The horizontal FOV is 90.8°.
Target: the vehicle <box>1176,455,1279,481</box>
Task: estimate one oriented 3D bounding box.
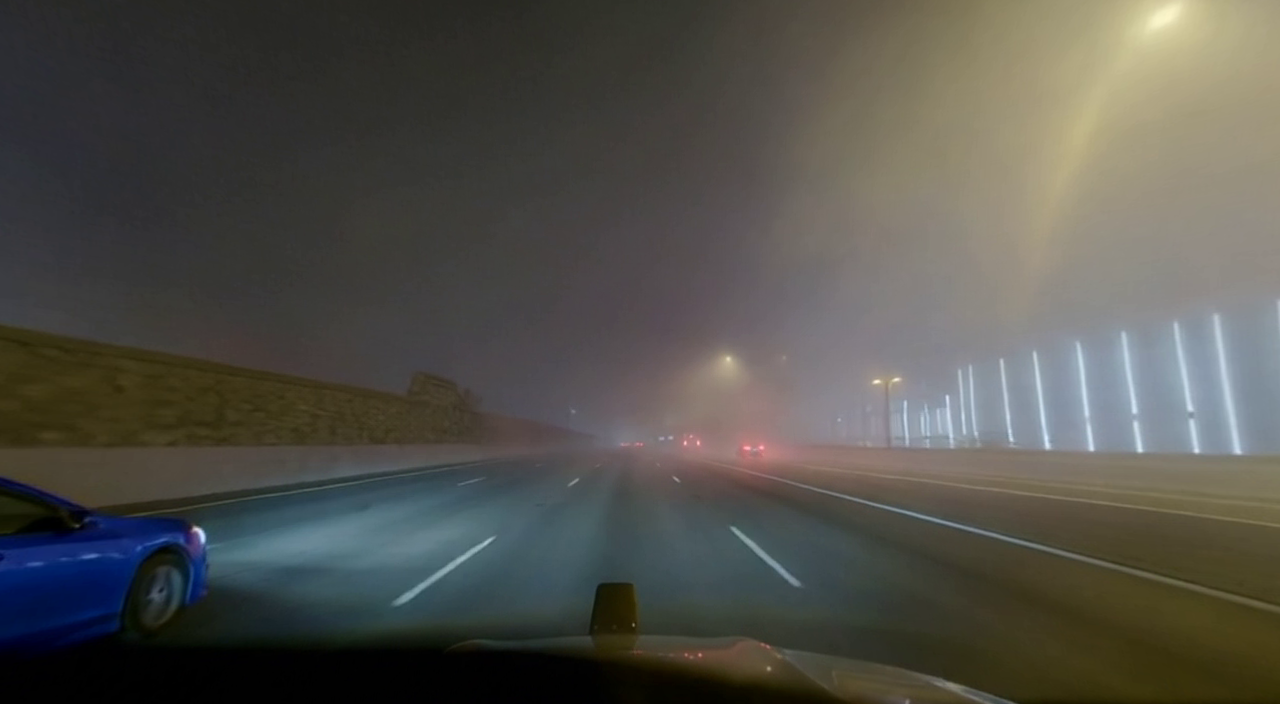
[{"bbox_3d":[34.274,6.775,36.904,4.252,1.444,1.702,0,-8,1],"label":"vehicle"}]

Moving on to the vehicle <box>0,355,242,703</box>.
[{"bbox_3d":[-3.779,0.760,2.148,2.070,1.641,4.315,0,-8,-1],"label":"vehicle"}]
